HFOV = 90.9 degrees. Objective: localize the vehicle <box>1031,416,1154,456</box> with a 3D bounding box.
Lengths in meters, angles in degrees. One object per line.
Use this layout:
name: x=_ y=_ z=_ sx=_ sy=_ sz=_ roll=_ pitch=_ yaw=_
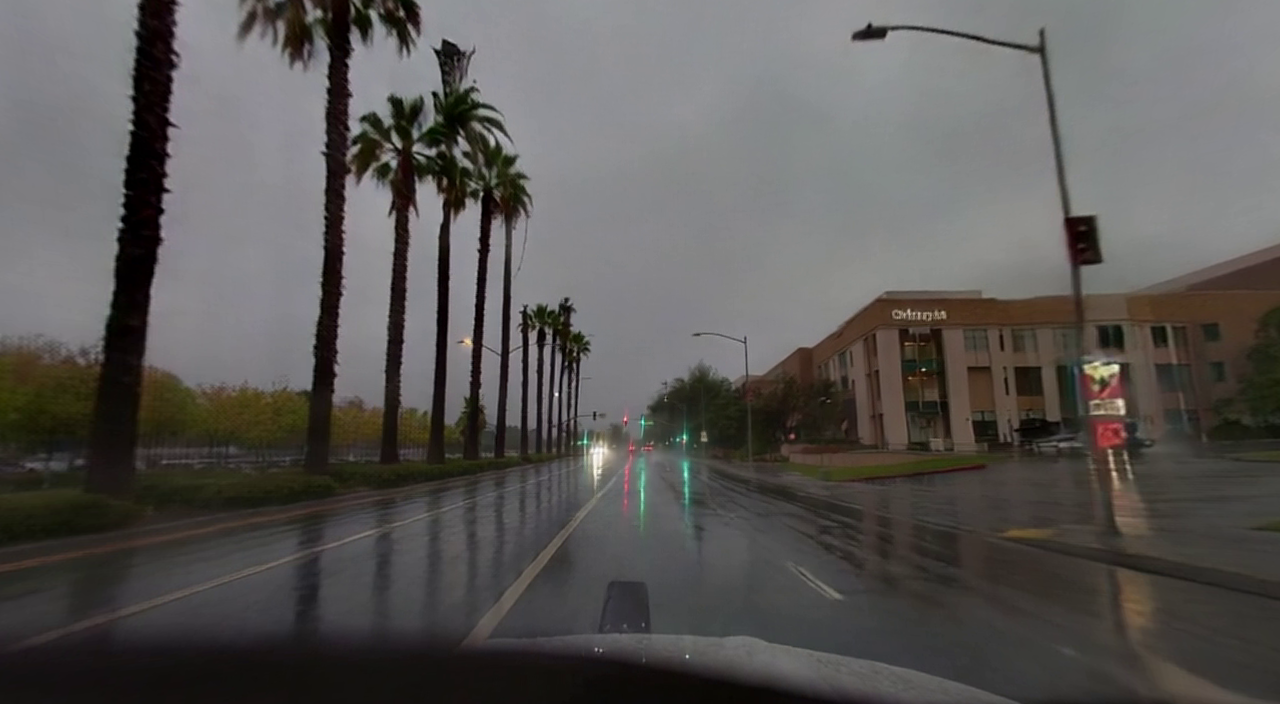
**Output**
vehicle: x=22.673 y=4.288 z=31.916 sx=2.222 sy=1.818 sz=5.099 roll=0 pitch=-8 yaw=-3
